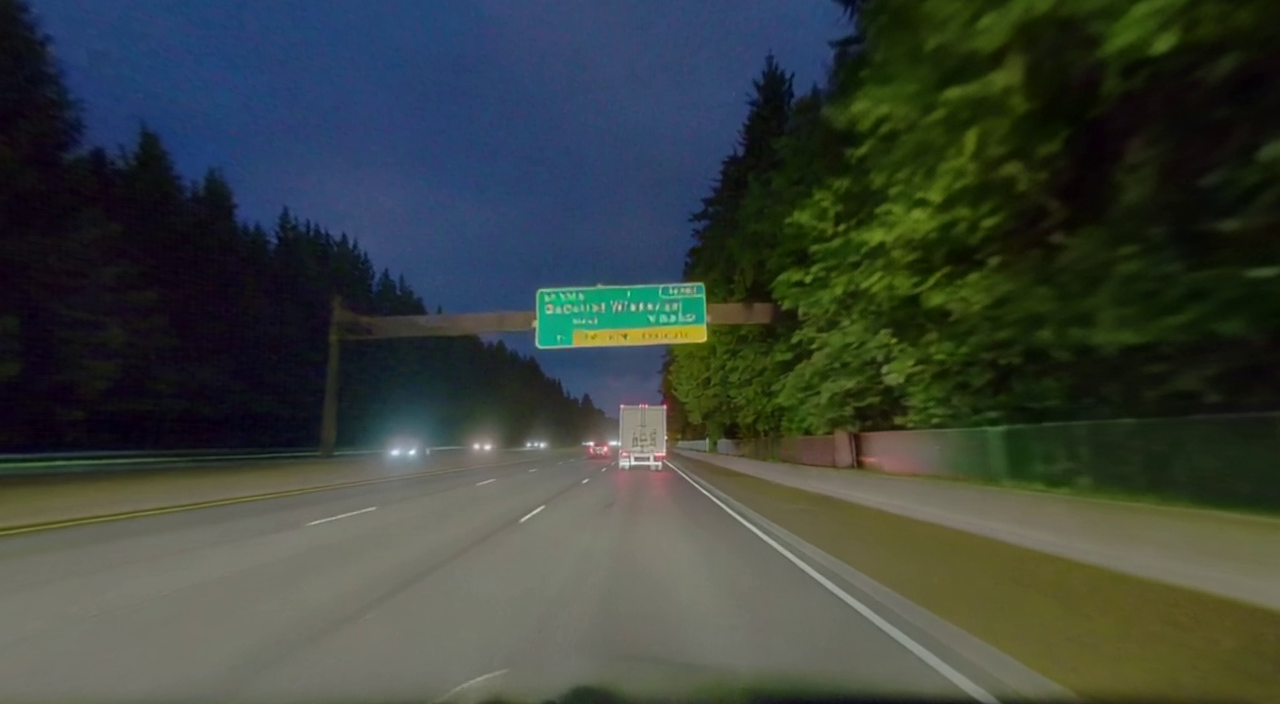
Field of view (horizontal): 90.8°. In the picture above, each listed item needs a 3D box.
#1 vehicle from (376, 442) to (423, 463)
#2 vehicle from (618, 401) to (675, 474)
[{"bbox_3d":[-18.793,7.878,49.472,1.851,1.475,4.593,0,-9,0],"label":"vehicle"},{"bbox_3d":[0.198,5.424,39.138,2.976,3.800,12.335,0,-9,-1],"label":"vehicle"}]
